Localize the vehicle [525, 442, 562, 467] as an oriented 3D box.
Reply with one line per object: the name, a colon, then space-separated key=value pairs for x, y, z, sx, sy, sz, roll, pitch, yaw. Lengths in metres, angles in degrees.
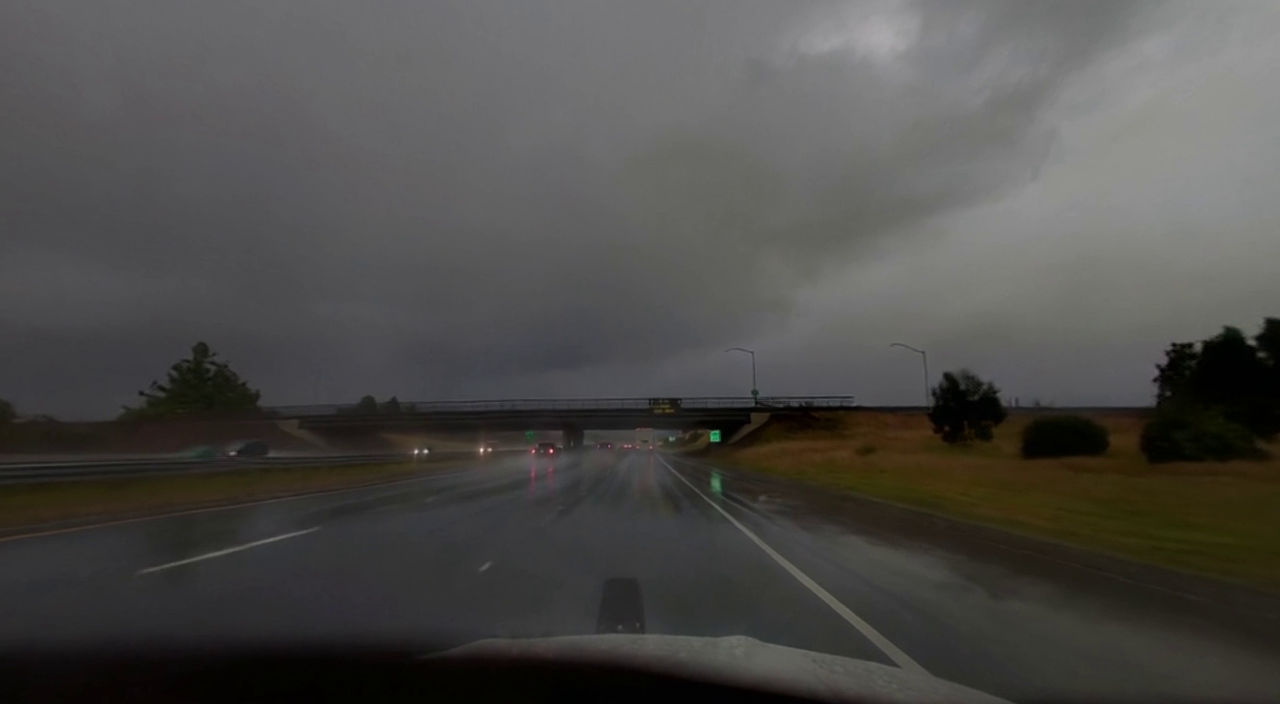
vehicle: x=-7.169 y=7.685 z=47.389 sx=2.070 sy=1.738 sz=4.733 roll=0 pitch=-9 yaw=0

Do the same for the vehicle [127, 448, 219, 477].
vehicle: x=-31.604 y=7.476 z=42.867 sx=2.136 sy=1.767 sz=5.304 roll=0 pitch=-9 yaw=1
